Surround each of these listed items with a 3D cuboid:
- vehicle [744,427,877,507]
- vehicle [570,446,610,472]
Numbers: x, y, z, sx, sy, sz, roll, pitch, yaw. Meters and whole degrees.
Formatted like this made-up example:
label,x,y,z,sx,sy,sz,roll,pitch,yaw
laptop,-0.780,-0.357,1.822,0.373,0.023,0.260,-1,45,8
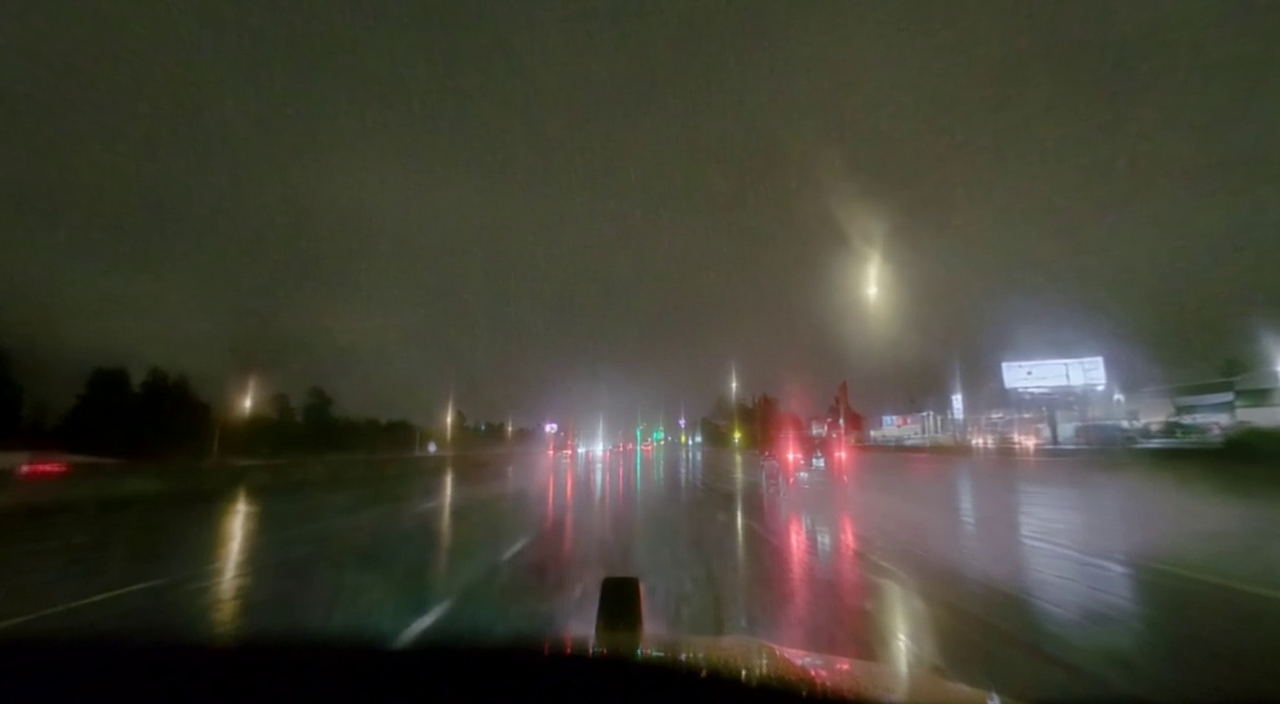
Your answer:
label,x,y,z,sx,sy,sz,roll,pitch,yaw
vehicle,4.205,2.925,16.459,2.109,1.764,4.704,0,-9,-1
vehicle,-3.066,6.723,39.704,2.139,1.510,4.506,0,-9,0
